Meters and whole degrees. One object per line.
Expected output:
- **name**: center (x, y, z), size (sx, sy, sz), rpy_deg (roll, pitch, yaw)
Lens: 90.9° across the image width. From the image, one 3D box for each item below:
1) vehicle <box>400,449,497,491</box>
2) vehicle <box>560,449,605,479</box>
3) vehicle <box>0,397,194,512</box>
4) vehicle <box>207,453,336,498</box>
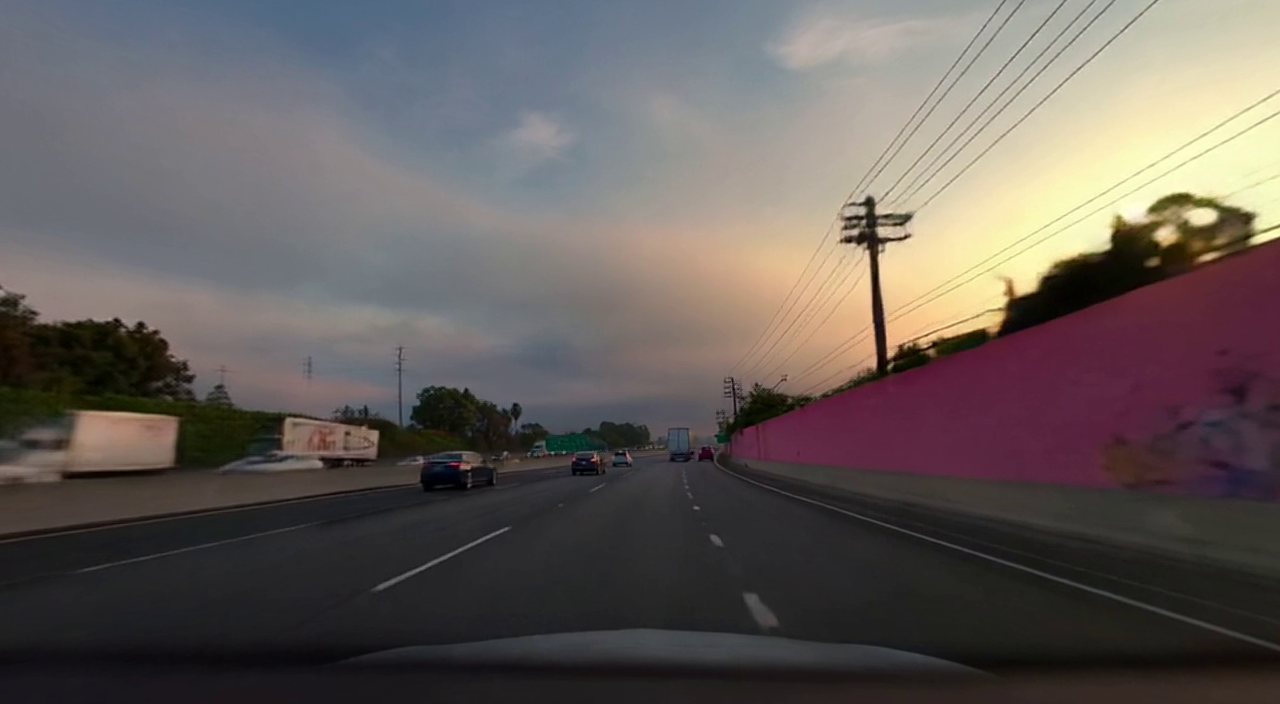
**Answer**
- **vehicle**: center (-7.405, 4.611, 25.008), size (2.142, 1.503, 4.767), rpy_deg (-1, -9, 3)
- **vehicle**: center (-3.135, 6.190, 35.030), size (1.966, 1.565, 3.766), rpy_deg (-1, -9, 3)
- **vehicle**: center (-19.634, 3.511, 21.812), size (2.897, 3.310, 6.960), rpy_deg (-1, -9, 3)
- **vehicle**: center (-15.223, 5.095, 26.477), size (2.109, 1.677, 5.175), rpy_deg (-1, -9, 3)
